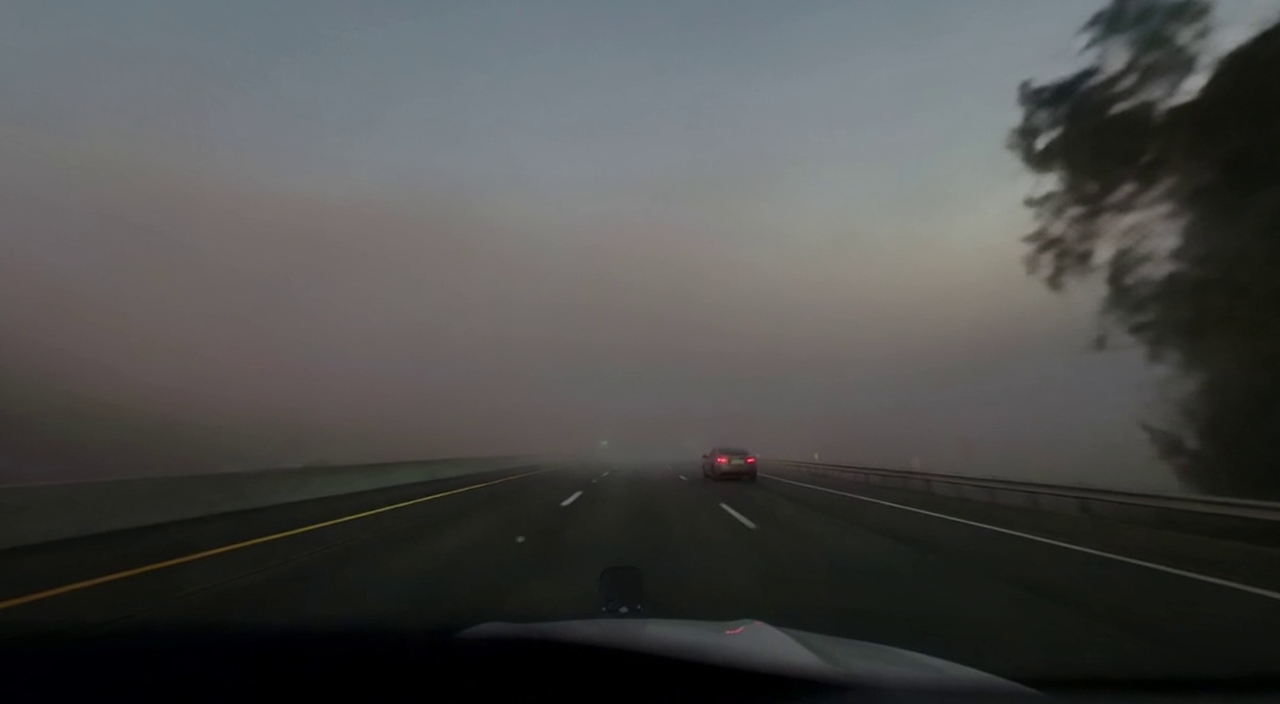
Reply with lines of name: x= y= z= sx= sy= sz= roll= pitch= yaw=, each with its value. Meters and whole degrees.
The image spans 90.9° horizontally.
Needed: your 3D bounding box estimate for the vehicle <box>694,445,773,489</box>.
vehicle: x=3.382 y=4.229 z=23.692 sx=2.193 sy=1.462 sz=4.533 roll=0 pitch=-8 yaw=-1
